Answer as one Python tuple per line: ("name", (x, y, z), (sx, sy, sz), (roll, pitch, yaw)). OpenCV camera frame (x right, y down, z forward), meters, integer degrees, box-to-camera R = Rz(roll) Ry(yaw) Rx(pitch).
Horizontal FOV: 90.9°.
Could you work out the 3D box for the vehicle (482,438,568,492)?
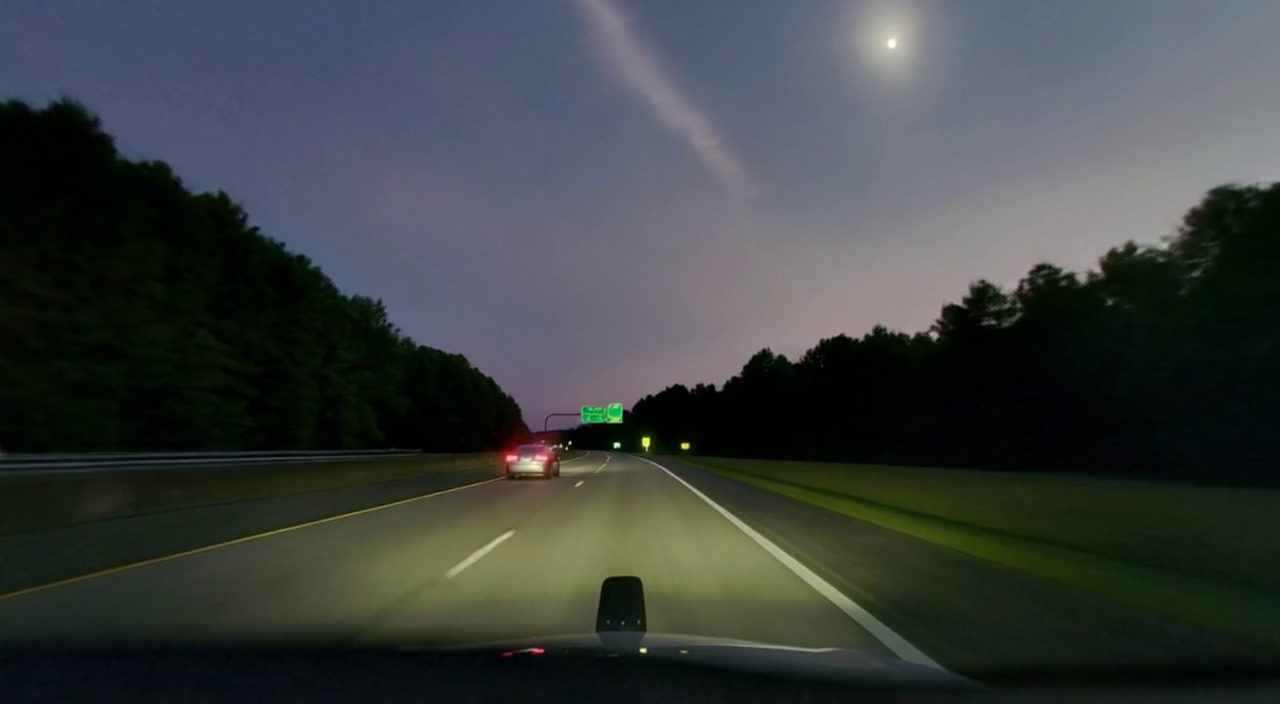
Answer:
("vehicle", (-3.543, 3.572, 20.213), (1.990, 1.532, 3.911), (0, -9, 0))
